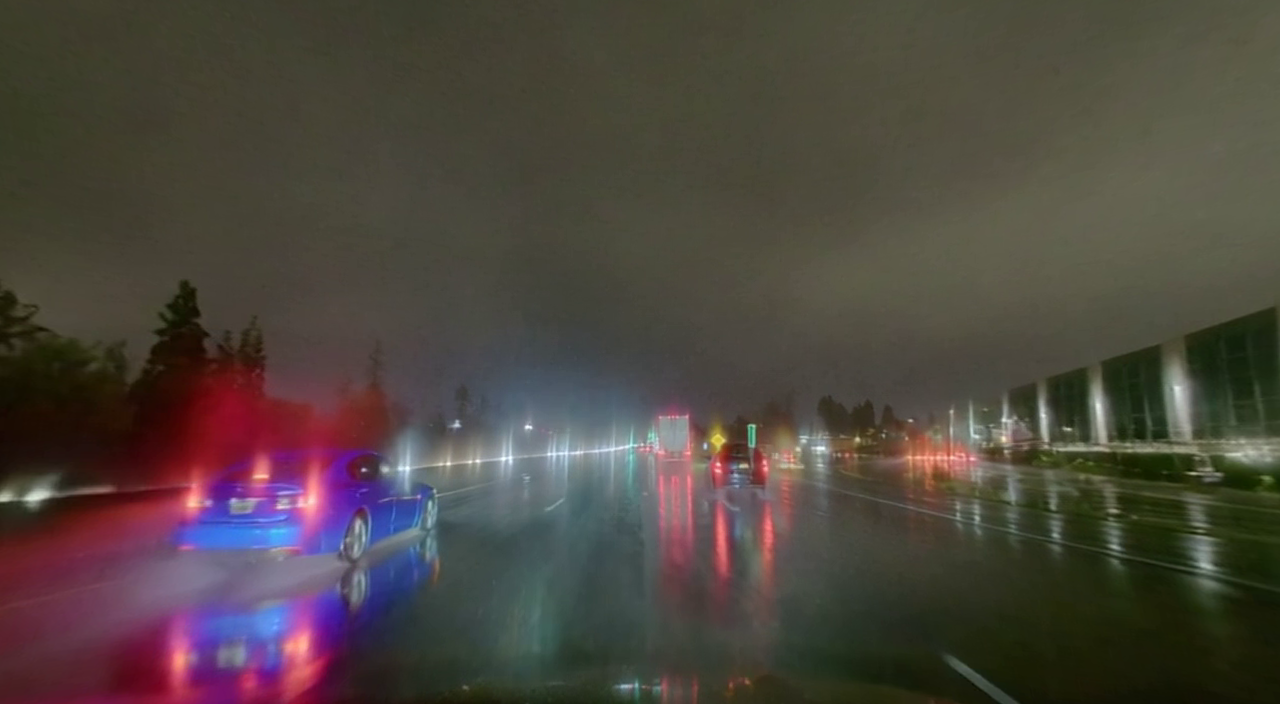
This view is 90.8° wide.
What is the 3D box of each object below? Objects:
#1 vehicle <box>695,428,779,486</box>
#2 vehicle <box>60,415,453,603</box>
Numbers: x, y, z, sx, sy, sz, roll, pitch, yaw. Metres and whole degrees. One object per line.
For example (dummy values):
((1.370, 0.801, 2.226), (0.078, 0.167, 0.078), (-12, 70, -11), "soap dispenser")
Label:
((3.193, 3.559, 21.753), (2.065, 1.760, 4.488), (0, -8, -1), "vehicle")
((-4.014, 1.701, 7.883), (1.903, 1.607, 4.770), (0, -8, 0), "vehicle")
